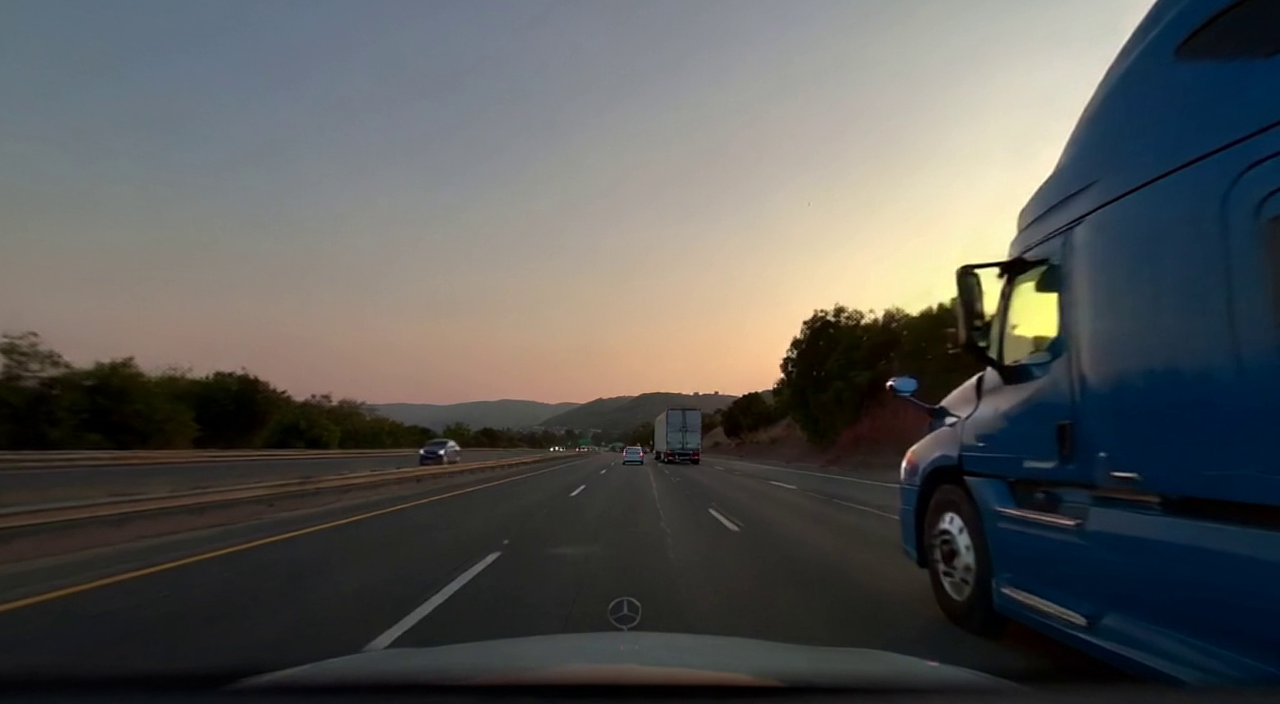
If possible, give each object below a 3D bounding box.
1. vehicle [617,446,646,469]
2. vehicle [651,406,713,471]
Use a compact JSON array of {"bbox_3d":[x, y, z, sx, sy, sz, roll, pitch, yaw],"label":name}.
[{"bbox_3d":[-0.574,7.129,42.714,1.898,1.438,4.053,0,-9,-1],"label":"vehicle"},{"bbox_3d":[2.853,6.914,49.452,3.462,4.177,16.311,0,-9,-1],"label":"vehicle"}]
